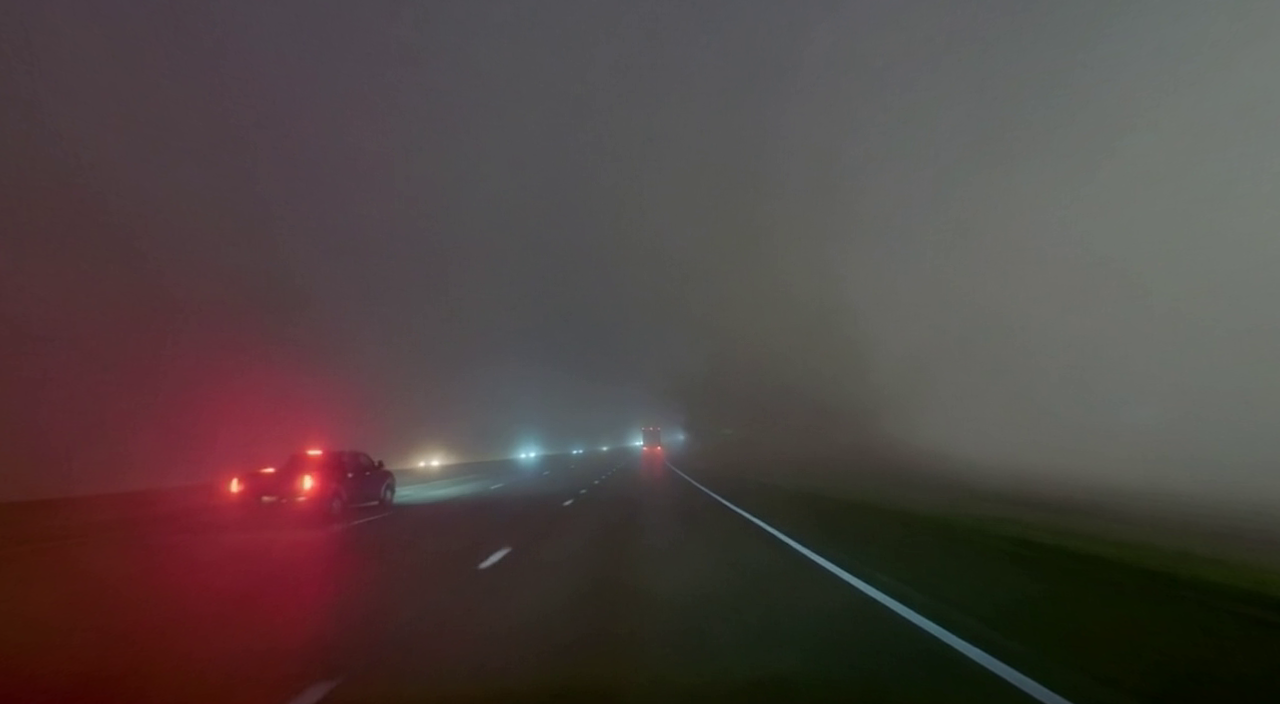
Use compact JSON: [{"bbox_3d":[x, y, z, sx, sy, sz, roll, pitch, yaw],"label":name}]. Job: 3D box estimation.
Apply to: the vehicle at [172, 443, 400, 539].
[{"bbox_3d":[-6.611,2.601,12.419,1.956,1.538,4.318,0,-9,0],"label":"vehicle"}]
